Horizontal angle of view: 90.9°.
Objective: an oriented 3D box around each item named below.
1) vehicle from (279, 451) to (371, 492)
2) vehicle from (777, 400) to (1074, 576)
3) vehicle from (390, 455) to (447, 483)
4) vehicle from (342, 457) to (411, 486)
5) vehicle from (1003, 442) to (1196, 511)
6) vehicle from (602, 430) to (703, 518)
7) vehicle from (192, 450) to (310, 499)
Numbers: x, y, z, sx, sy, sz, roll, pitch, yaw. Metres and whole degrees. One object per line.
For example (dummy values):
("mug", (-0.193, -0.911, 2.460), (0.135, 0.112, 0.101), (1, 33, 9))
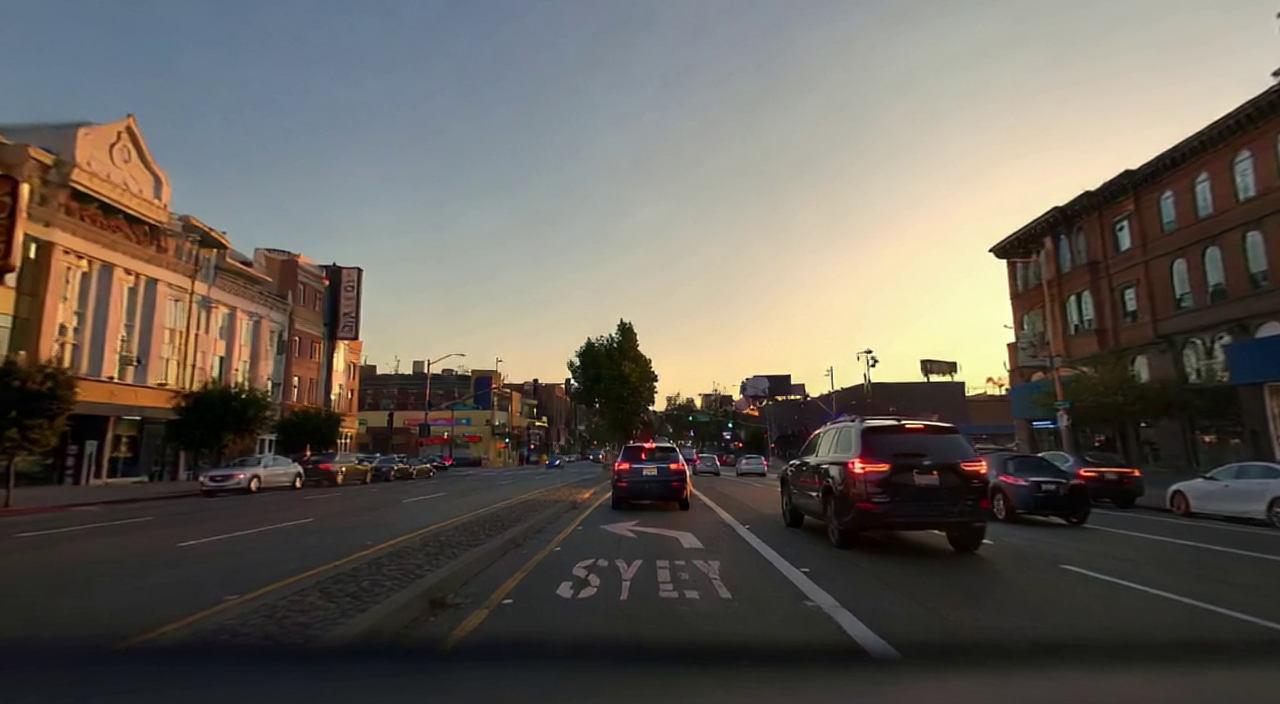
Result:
("vehicle", (-15.092, 5.708, 30.594), (1.825, 1.685, 5.220), (0, -8, -1))
("vehicle", (3.720, 1.885, 9.637), (2.115, 1.932, 5.189), (0, -8, 0))
("vehicle", (-14.907, 7.882, 42.773), (2.096, 1.416, 4.885), (0, -5, 1))
("vehicle", (-14.999, 6.811, 36.226), (1.792, 1.429, 5.161), (0, -8, 0))
("vehicle", (14.077, 3.904, 19.888), (2.151, 1.833, 5.323), (-1, -11, 2))
("vehicle", (0.290, 2.968, 15.920), (2.157, 1.863, 4.665), (0, -8, 0))
("vehicle", (-15.196, 4.751, 24.963), (1.698, 1.466, 4.713), (0, -6, 0))
